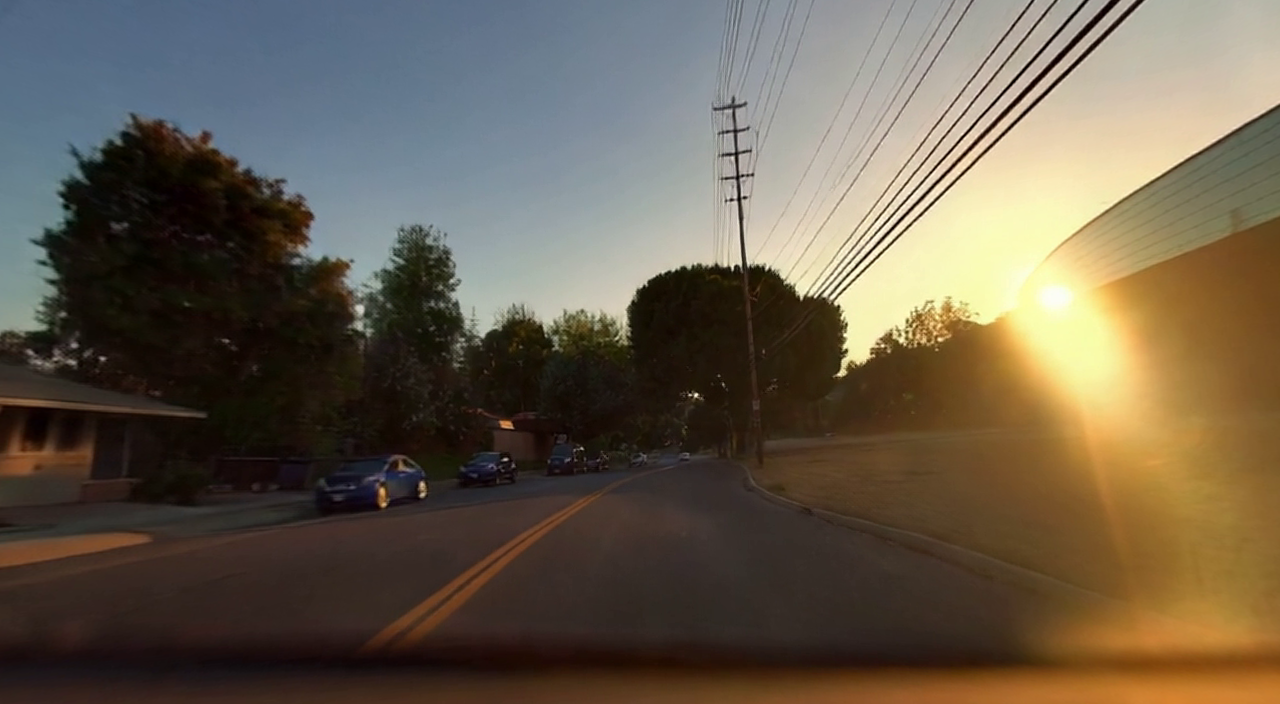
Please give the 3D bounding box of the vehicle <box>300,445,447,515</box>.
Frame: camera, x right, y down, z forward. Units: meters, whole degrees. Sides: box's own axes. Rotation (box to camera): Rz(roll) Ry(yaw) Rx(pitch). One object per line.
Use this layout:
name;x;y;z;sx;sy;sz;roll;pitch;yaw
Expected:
vehicle;-7.093;3.509;17.435;1.840;1.523;4.333;3;-11;4

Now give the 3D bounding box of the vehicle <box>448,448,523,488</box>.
vehicle;-6.430;4.956;26.751;1.927;1.542;3.886;-2;-12;4

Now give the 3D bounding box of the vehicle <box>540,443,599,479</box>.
vehicle;-4.396;6.913;40.243;2.295;1.989;5.055;-5;-10;9
